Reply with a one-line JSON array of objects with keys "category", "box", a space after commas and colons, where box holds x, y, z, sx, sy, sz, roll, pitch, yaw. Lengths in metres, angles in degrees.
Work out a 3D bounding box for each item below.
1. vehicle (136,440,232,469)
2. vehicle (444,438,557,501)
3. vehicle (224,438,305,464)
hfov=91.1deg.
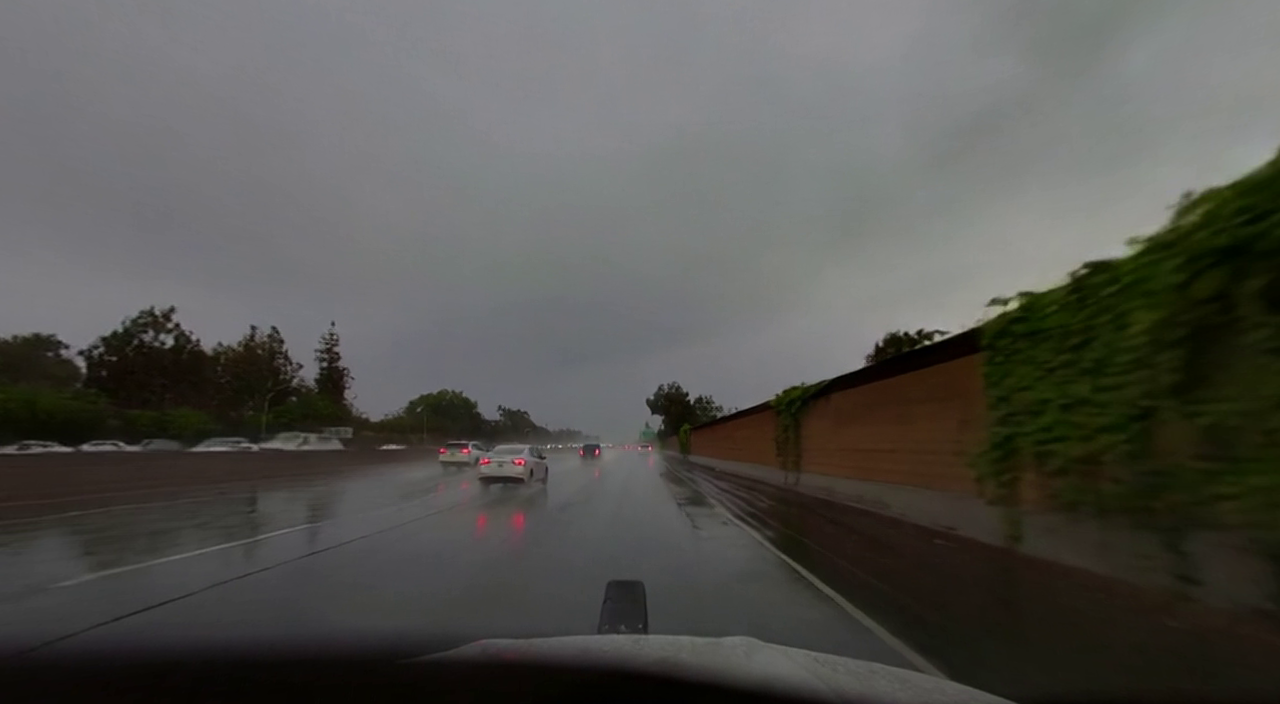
[{"category": "vehicle", "box": [-24.522, 5.505, 33.983, 1.812, 1.484, 4.465, 0, -8, 0]}, {"category": "vehicle", "box": [-3.651, 3.153, 17.413, 1.945, 1.484, 4.803, 0, -8, 1]}, {"category": "vehicle", "box": [-28.332, 7.485, 47.725, 2.193, 1.808, 6.391, 0, -8, 1]}]
